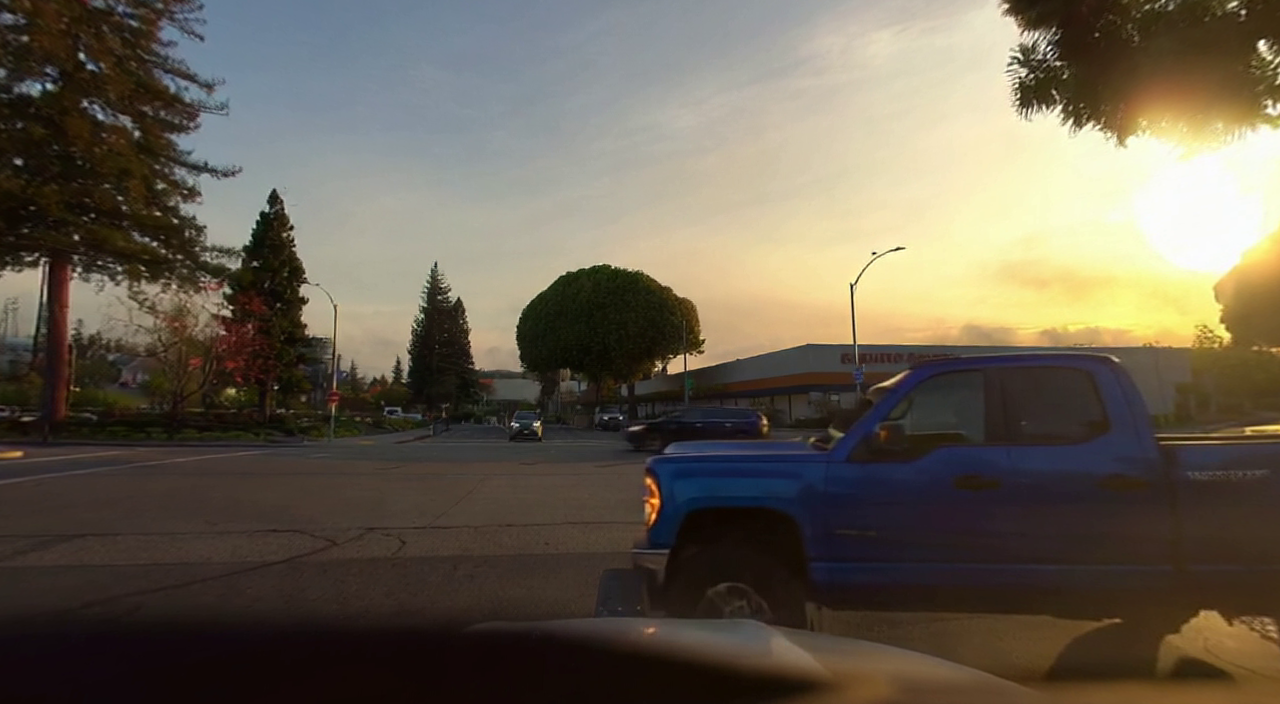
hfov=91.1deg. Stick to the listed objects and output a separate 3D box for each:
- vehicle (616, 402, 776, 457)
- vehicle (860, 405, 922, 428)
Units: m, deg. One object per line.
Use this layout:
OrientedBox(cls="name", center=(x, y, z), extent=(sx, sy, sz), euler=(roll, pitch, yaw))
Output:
OrientedBox(cls="vehicle", center=(1.989, 2.834, 22.754), extent=(5.333, 1.837, 2.124), euler=(2, -9, -17))
OrientedBox(cls="vehicle", center=(18.350, 4.741, 45.842), extent=(4.674, 1.483, 1.745), euler=(5, -10, -33))
